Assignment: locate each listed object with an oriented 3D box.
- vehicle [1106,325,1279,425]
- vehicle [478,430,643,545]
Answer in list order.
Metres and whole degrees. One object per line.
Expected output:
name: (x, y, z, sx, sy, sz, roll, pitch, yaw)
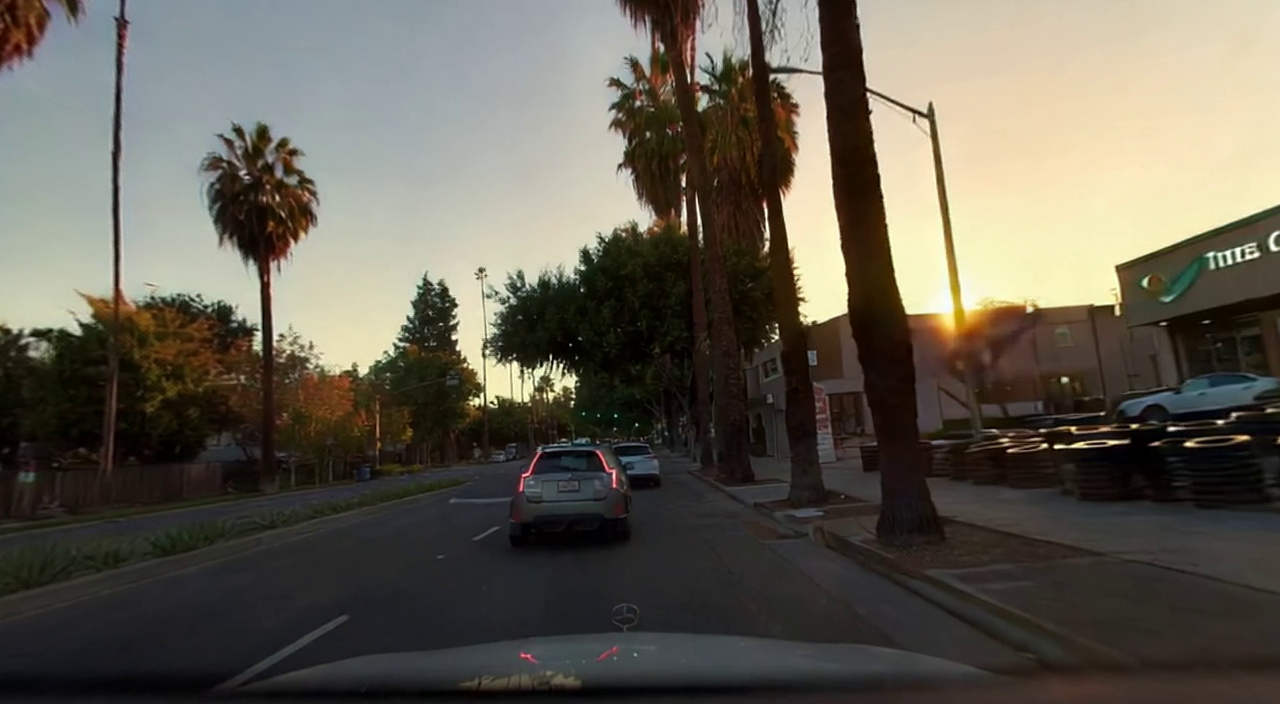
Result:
vehicle: (13.323, 0.670, 14.290, 1.854, 1.693, 4.798, -1, -10, 0)
vehicle: (-1.103, 2.096, 10.439, 2.169, 1.495, 4.048, 0, -8, -2)
